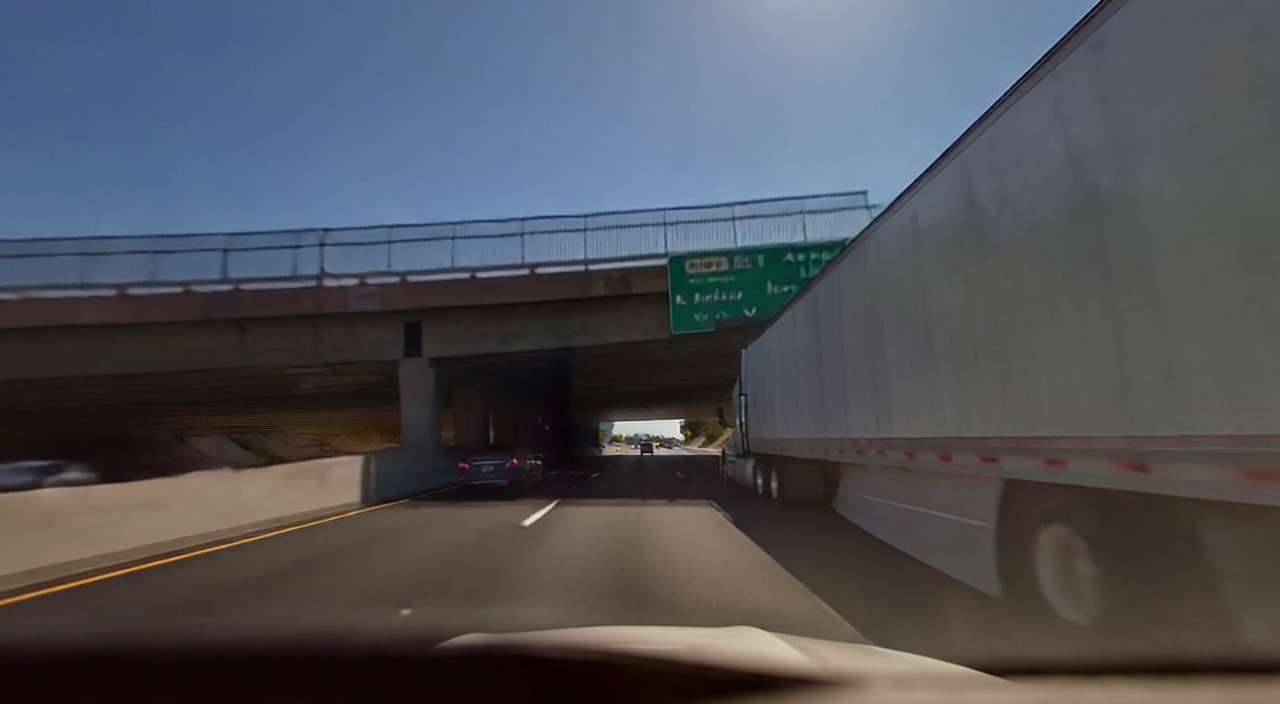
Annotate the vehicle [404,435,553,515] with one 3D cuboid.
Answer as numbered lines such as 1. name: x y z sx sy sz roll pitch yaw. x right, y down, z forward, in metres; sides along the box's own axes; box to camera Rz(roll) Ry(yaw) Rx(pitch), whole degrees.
1. vehicle: -3.503 2.740 14.724 2.276 1.551 4.484 0 -8 0

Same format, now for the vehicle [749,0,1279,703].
1. vehicle: 3.839 0.415 6.037 3.306 3.531 11.717 0 -8 -1
